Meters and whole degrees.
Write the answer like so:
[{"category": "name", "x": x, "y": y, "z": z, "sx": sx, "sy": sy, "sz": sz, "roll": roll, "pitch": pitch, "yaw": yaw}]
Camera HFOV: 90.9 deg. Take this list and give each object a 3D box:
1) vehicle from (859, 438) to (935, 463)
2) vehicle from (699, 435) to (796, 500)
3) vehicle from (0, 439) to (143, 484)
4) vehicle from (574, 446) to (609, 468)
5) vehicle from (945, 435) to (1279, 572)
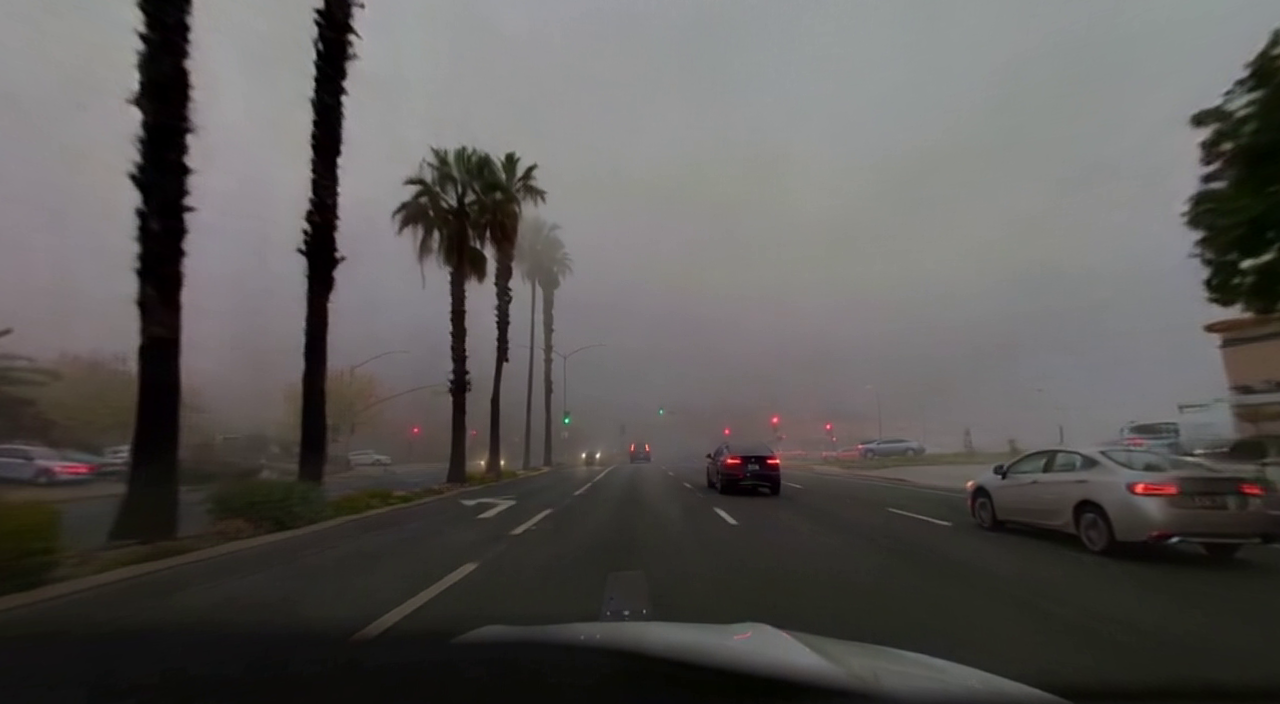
[{"category": "vehicle", "x": 19.898, "y": 7.655, "z": 48.952, "sx": 4.999, "sy": 1.833, "sz": 2.114, "roll": 0, "pitch": -8, "yaw": -1}, {"category": "vehicle", "x": 2.944, "y": 3.270, "z": 18.219, "sx": 2.009, "sy": 1.639, "sz": 4.267, "roll": 0, "pitch": -9, "yaw": 0}, {"category": "vehicle", "x": -25.941, "y": 4.982, "z": 28.921, "sx": 2.070, "sy": 1.856, "sz": 5.069, "roll": 0, "pitch": -9, "yaw": 0}, {"category": "vehicle", "x": -3.471, "y": 7.559, "z": 45.564, "sx": 2.037, "sy": 1.472, "sz": 4.152, "roll": 0, "pitch": -9, "yaw": 3}, {"category": "vehicle", "x": 6.556, "y": 1.998, "z": 9.189, "sx": 1.890, "sy": 1.471, "sz": 4.566, "roll": 0, "pitch": -9, "yaw": 0}]
